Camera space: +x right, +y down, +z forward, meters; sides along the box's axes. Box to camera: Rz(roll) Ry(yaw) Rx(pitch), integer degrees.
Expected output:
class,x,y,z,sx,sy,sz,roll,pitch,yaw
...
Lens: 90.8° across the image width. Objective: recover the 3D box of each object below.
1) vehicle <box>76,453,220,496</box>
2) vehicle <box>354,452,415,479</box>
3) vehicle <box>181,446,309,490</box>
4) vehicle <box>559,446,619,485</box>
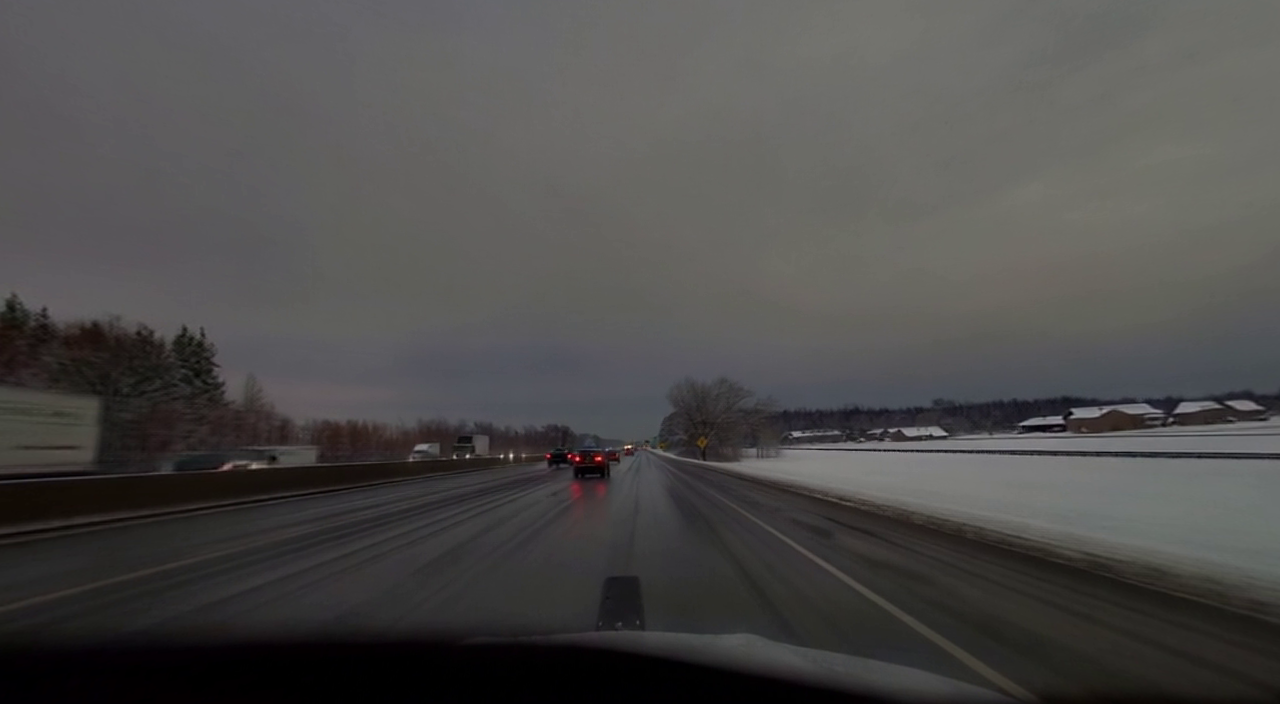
class,x,y,z,sx,sy,sz,roll,pitch,yaw
vehicle,-19.209,4.780,24.965,2.277,1.479,4.248,0,-9,-1
vehicle,-15.215,6.761,37.867,1.889,1.449,4.242,0,-9,0
vehicle,-15.495,4.556,25.138,1.996,1.562,4.705,0,-9,0
vehicle,-2.062,4.767,26.765,2.110,1.500,4.259,-1,-9,2
